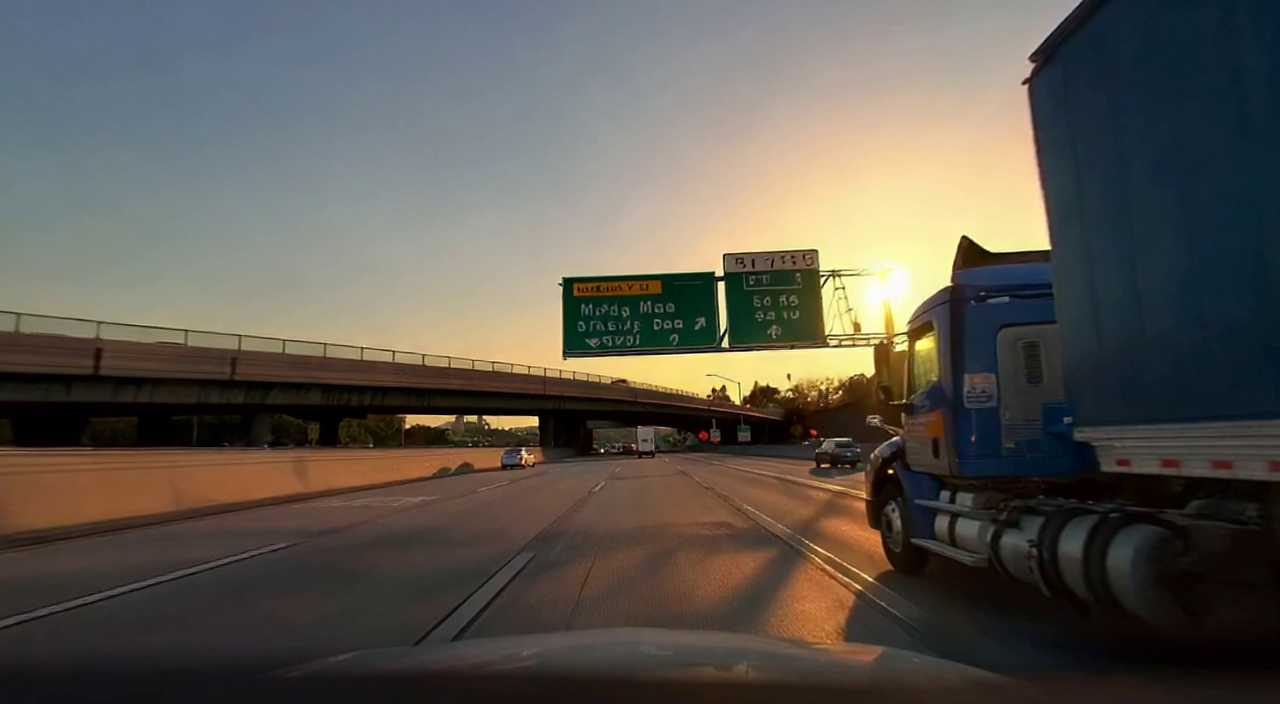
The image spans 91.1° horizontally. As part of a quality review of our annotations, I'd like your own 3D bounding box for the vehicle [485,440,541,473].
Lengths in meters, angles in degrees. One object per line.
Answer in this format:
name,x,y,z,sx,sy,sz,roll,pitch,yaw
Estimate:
vehicle,-6.739,5.601,33.893,1.980,1.666,4.562,0,-8,1
